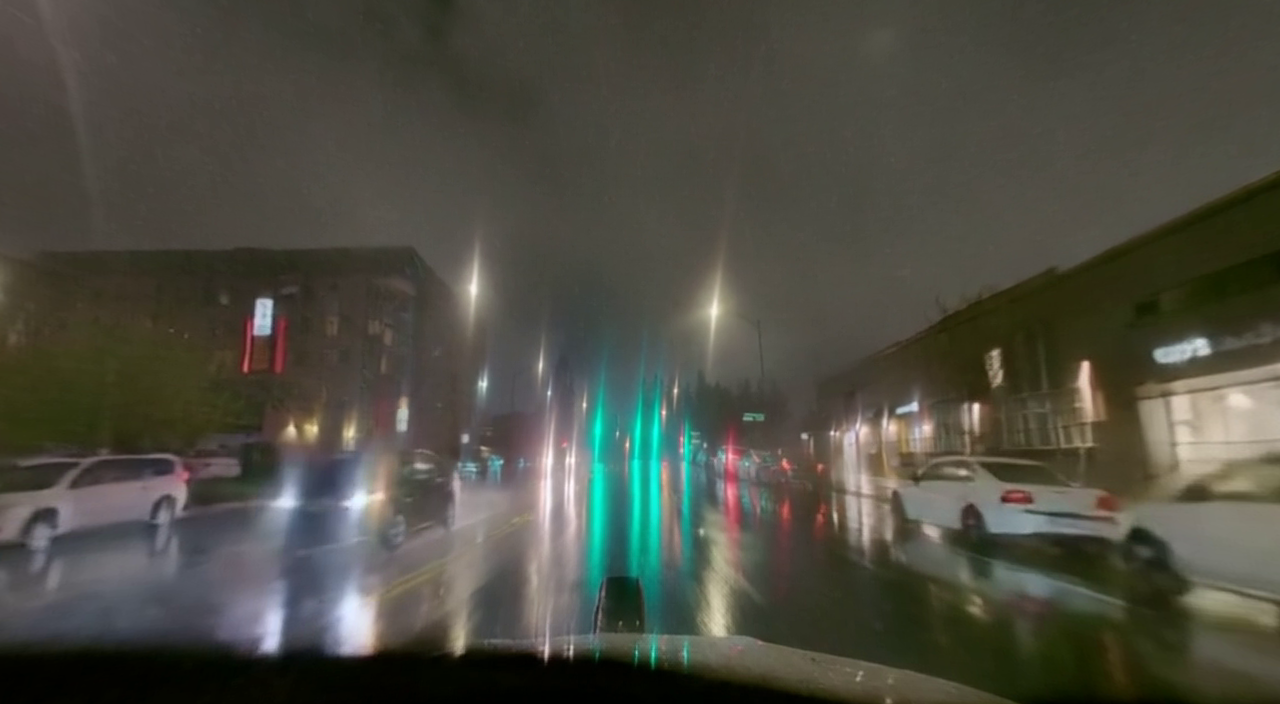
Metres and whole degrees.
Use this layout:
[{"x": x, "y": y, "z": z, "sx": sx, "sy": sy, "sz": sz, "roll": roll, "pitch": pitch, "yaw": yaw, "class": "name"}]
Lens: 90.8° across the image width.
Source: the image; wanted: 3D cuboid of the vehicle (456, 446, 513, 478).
[{"x": -10.168, "y": 7.211, "z": 41.824, "sx": 2.137, "sy": 1.982, "sz": 5.794, "roll": 0, "pitch": -9, "yaw": 1, "class": "vehicle"}]

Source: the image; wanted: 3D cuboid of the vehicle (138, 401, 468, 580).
[{"x": -4.087, "y": 1.830, "z": 8.814, "sx": 2.048, "sy": 1.761, "sz": 4.517, "roll": -2, "pitch": -10, "yaw": 1, "class": "vehicle"}]

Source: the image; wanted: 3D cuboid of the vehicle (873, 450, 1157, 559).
[{"x": 5.999, "y": 2.447, "z": 11.026, "sx": 1.976, "sy": 1.432, "sz": 4.812, "roll": 0, "pitch": -9, "yaw": 0, "class": "vehicle"}]

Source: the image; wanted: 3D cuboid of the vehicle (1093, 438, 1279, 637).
[{"x": 5.832, "y": 1.387, "z": 4.556, "sx": 1.795, "sy": 1.524, "sz": 4.658, "roll": 0, "pitch": -9, "yaw": 2, "class": "vehicle"}]

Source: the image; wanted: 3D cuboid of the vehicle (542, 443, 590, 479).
[{"x": -3.728, "y": 5.569, "z": 32.485, "sx": 1.980, "sy": 1.718, "sz": 4.120, "roll": 0, "pitch": -9, "yaw": 0, "class": "vehicle"}]

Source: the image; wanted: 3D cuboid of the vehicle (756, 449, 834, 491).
[{"x": 6.067, "y": 4.633, "z": 25.310, "sx": 1.837, "sy": 1.482, "sz": 4.706, "roll": 0, "pitch": -9, "yaw": -1, "class": "vehicle"}]
